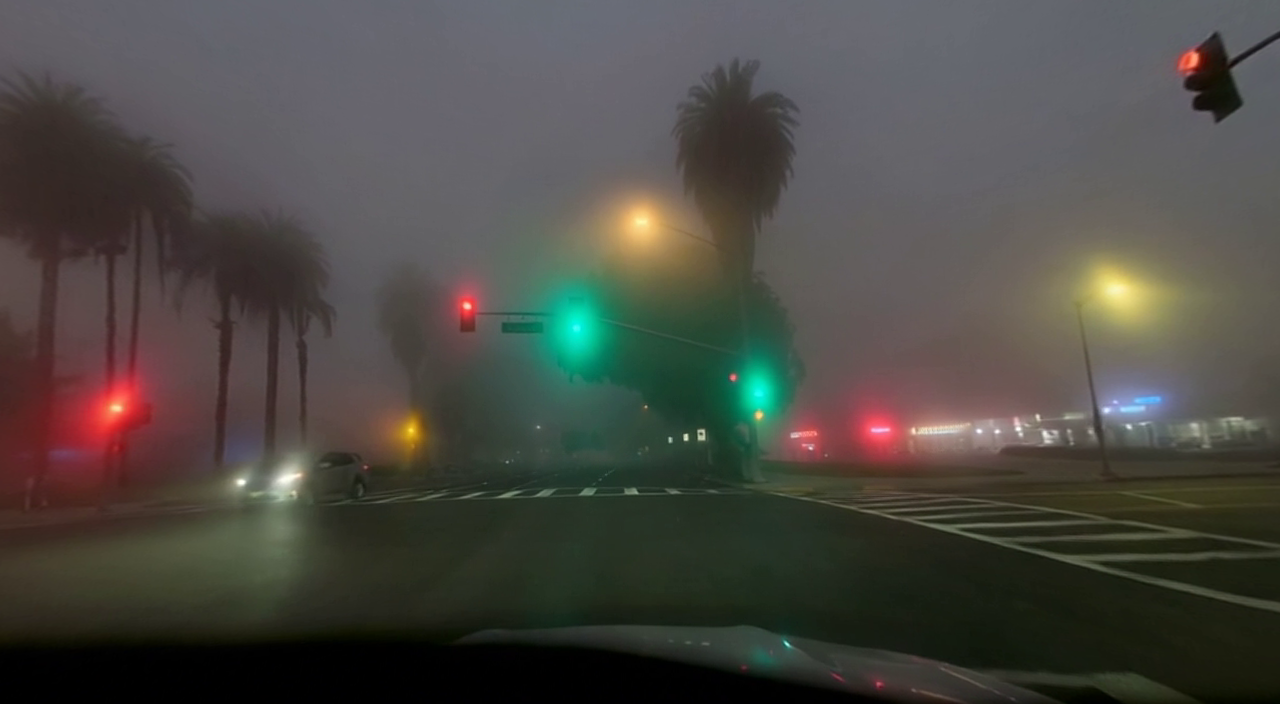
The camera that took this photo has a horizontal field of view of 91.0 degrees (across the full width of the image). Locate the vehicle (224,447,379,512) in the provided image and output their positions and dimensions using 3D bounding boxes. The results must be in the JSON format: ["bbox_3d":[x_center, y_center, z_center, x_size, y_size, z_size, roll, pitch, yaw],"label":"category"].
[{"bbox_3d":[-10.727,4.017,20.504,2.270,1.833,4.860,0,-9,1],"label":"vehicle"}]
